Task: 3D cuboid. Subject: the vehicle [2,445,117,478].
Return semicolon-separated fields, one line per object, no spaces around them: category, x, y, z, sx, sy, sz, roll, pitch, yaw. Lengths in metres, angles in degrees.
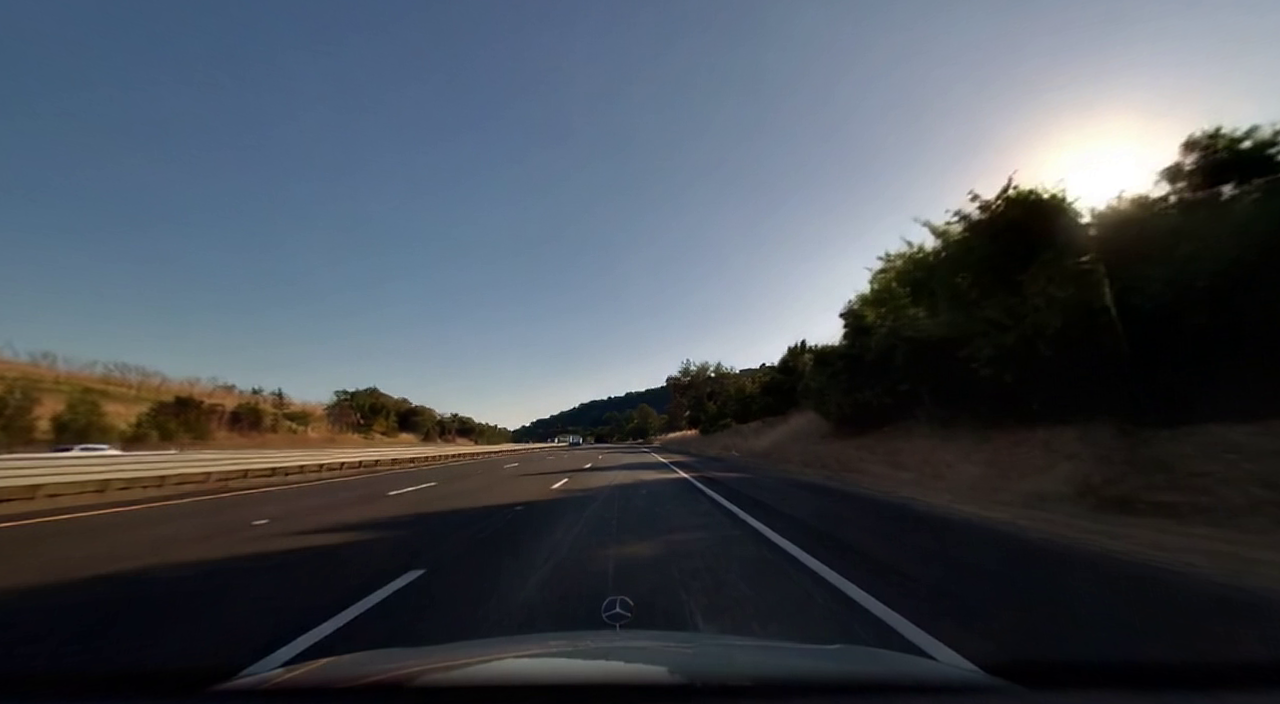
vehicle;-28.790;5.397;31.380;1.793;1.487;4.216;0;-8;-1
